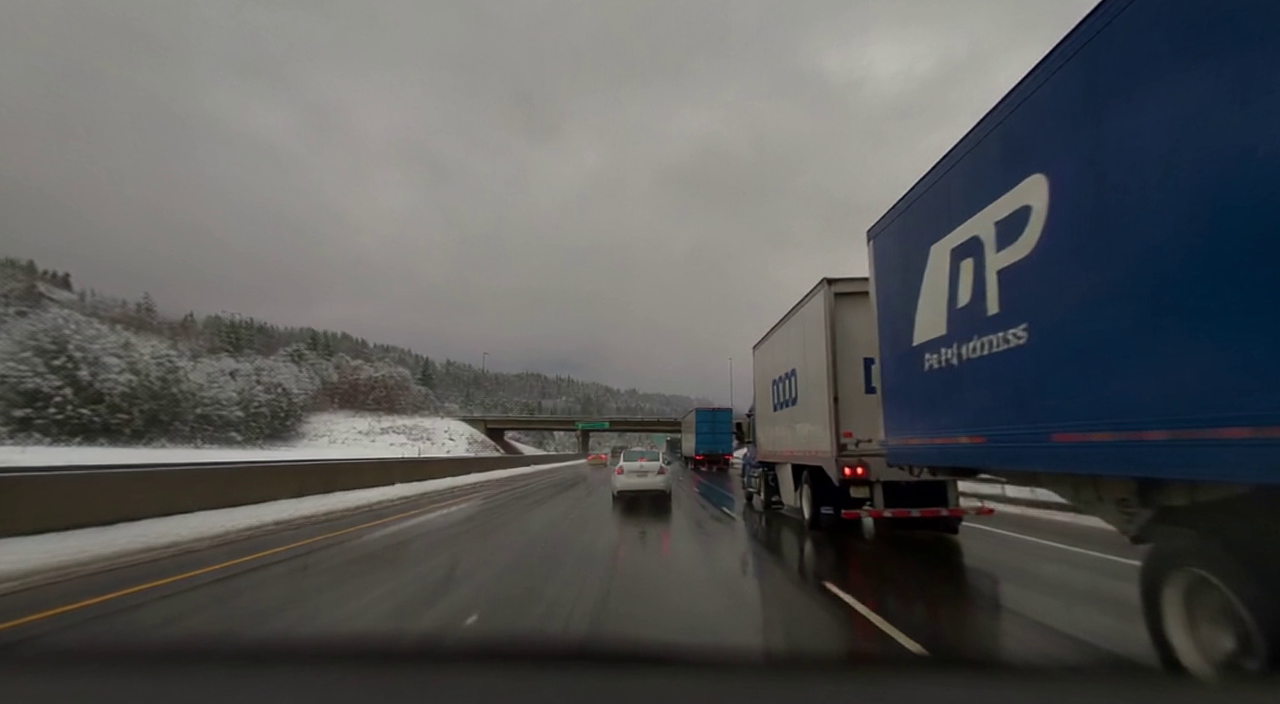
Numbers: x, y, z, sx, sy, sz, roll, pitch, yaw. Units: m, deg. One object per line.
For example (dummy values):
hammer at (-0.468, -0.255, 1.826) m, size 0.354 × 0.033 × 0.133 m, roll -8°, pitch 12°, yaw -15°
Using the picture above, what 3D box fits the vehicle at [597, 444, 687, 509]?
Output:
vehicle at (0.046, 3.114, 16.150) m, size 2.029 × 1.437 × 3.794 m, roll 0°, pitch -9°, yaw 0°

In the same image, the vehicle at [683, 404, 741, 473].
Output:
vehicle at (4.569, 5.785, 41.777) m, size 2.801 × 4.039 × 8.684 m, roll 0°, pitch -9°, yaw 0°

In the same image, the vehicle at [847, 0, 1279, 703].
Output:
vehicle at (4.135, 0.028, 3.972) m, size 2.802 × 3.956 × 8.291 m, roll 0°, pitch -9°, yaw 0°
